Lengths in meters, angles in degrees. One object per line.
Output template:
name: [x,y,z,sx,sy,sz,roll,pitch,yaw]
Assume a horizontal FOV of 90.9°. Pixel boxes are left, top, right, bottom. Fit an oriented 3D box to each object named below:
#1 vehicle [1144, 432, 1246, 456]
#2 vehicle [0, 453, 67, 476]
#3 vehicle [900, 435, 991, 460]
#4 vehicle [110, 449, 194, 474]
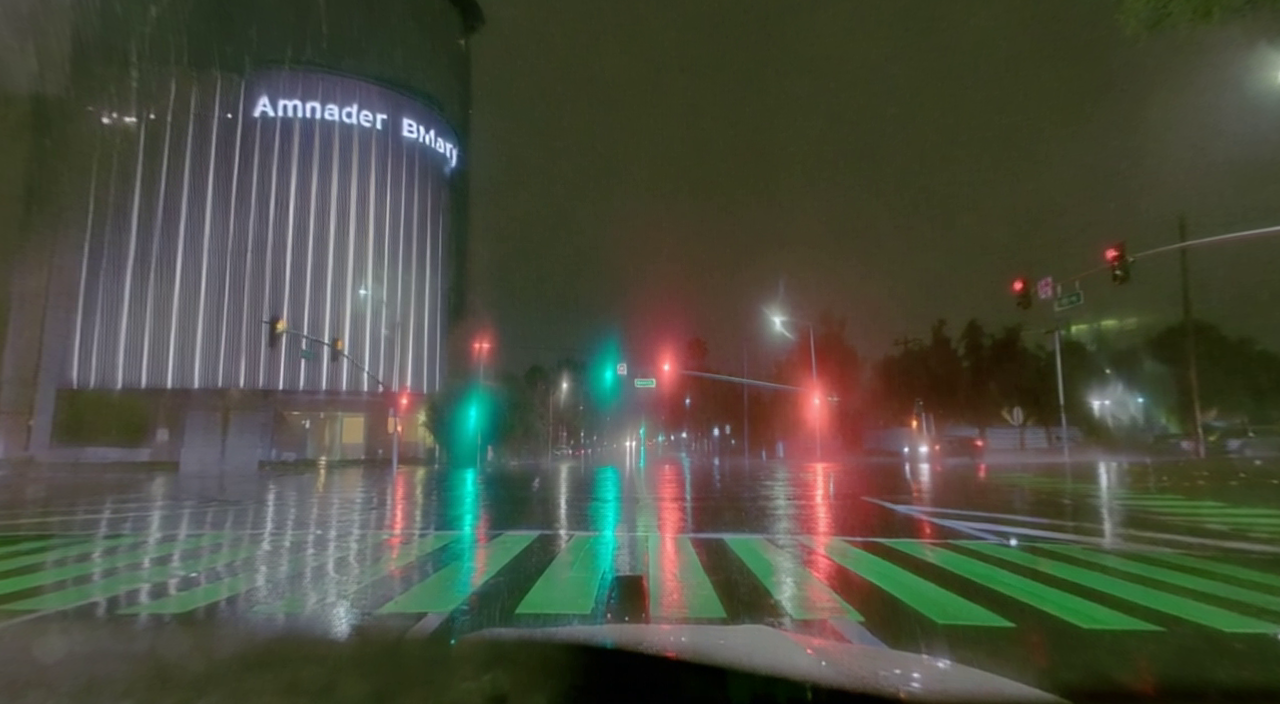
vehicle: [36.170,6.018,41.185,4.767,1.456,1.858,-1,-8,3]
vehicle: [-41.654,7.636,42.770,3.698,1.467,1.779,0,-8,1]
vehicle: [18.592,5.868,38.552,4.529,1.457,1.981,-1,-8,5]
vehicle: [-33.066,7.405,42.758,4.136,1.661,1.857,0,-8,1]
